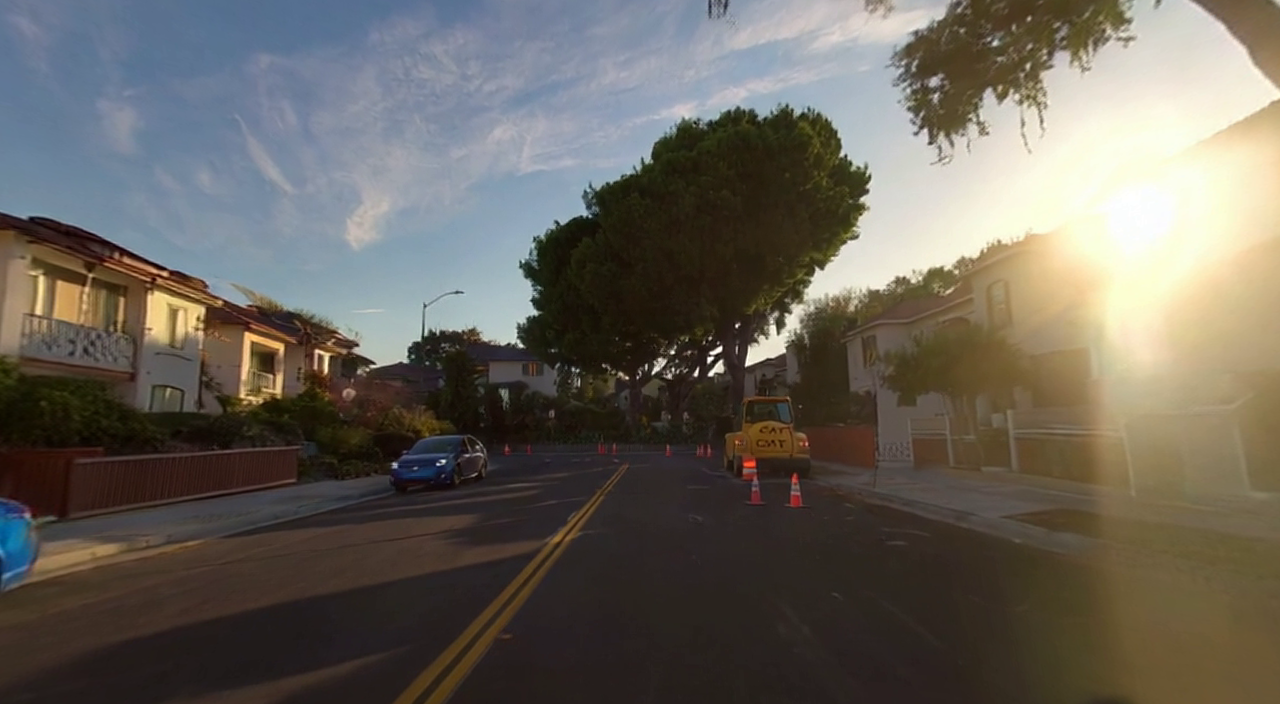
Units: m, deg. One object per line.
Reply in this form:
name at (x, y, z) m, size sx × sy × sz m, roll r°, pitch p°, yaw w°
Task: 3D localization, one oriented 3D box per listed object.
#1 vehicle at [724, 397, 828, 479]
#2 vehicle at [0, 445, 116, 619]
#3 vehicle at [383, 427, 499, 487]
vehicle at (4.606, 3.002, 21.956) m, size 2.501 × 2.613 × 3.505 m, roll 1°, pitch -8°, yaw -6°
vehicle at (-6.517, 1.362, 4.108) m, size 1.974 × 1.479 × 4.888 m, roll 0°, pitch -8°, yaw 1°
vehicle at (-6.460, 3.485, 21.173) m, size 2.220 × 1.765 × 4.799 m, roll 0°, pitch -9°, yaw 1°
